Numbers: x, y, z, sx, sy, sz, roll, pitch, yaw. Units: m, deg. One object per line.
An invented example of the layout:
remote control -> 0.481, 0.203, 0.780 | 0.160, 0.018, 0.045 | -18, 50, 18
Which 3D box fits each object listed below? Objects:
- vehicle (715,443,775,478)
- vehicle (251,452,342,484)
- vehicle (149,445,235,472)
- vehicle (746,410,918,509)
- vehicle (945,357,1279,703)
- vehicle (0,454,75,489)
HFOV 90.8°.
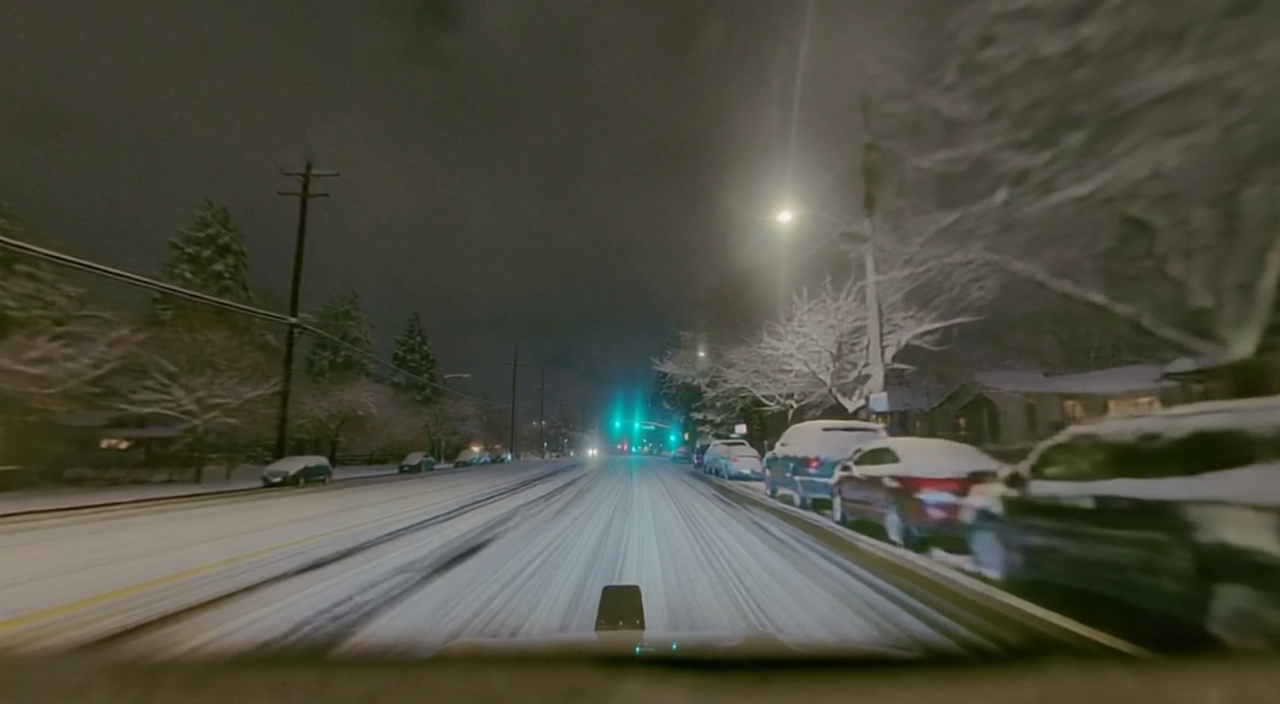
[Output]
vehicle -> 4.625, 4.849, 28.557 | 1.844, 1.426, 4.916 | 0, -9, 0
vehicle -> -17.670, 5.958, 32.823 | 2.039, 1.508, 4.613 | 0, -9, 1
vehicle -> -30.033, 7.121, 42.442 | 4.245, 1.668, 2.025 | 0, -7, -2
vehicle -> 4.579, 2.712, 16.373 | 2.438, 2.086, 5.821 | 0, -9, -2
vehicle -> 4.589, 1.118, 4.331 | 2.260, 1.882, 5.362 | 0, -9, -1
vehicle -> -28.200, 5.280, 27.939 | 4.532, 1.456, 1.853 | 0, -9, 0
